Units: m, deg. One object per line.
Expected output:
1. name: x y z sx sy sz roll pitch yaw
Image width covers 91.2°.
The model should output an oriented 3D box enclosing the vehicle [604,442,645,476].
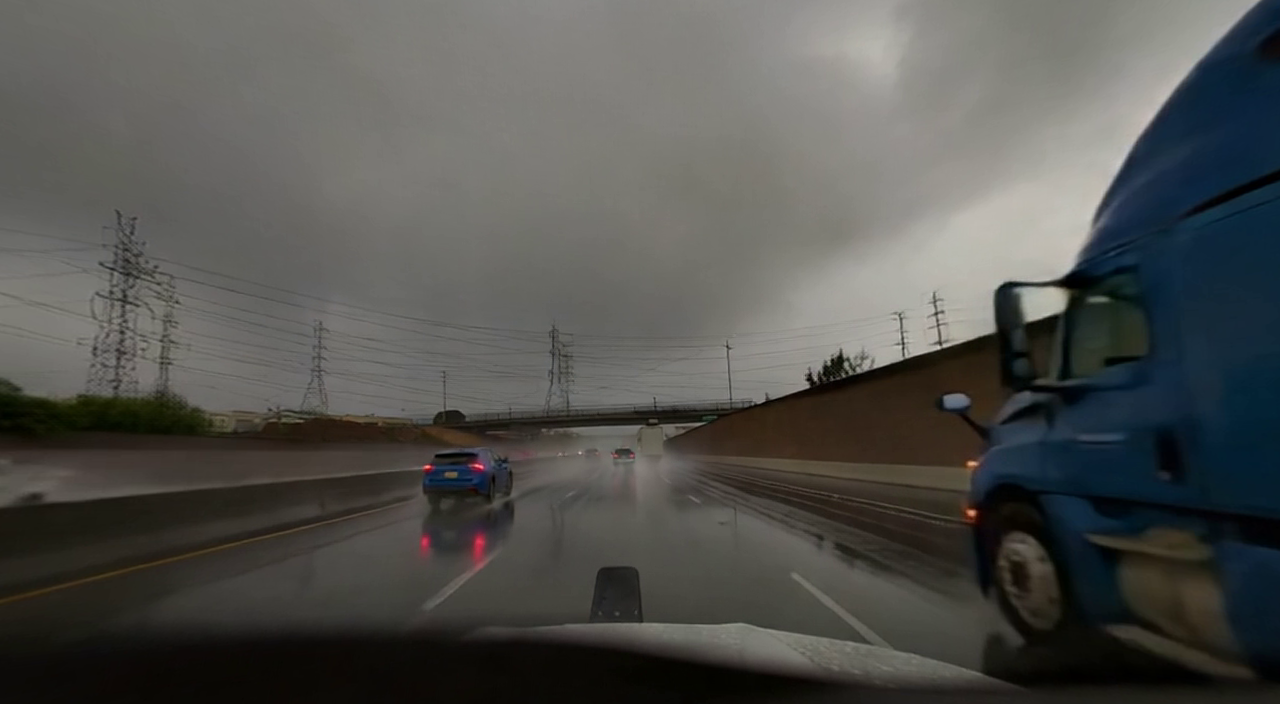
1. vehicle: -0.779 5.556 32.787 2.004 1.615 4.113 0 -9 -1

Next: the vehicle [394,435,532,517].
1. vehicle: -3.753 2.708 14.119 1.987 1.548 3.981 0 -9 -1
